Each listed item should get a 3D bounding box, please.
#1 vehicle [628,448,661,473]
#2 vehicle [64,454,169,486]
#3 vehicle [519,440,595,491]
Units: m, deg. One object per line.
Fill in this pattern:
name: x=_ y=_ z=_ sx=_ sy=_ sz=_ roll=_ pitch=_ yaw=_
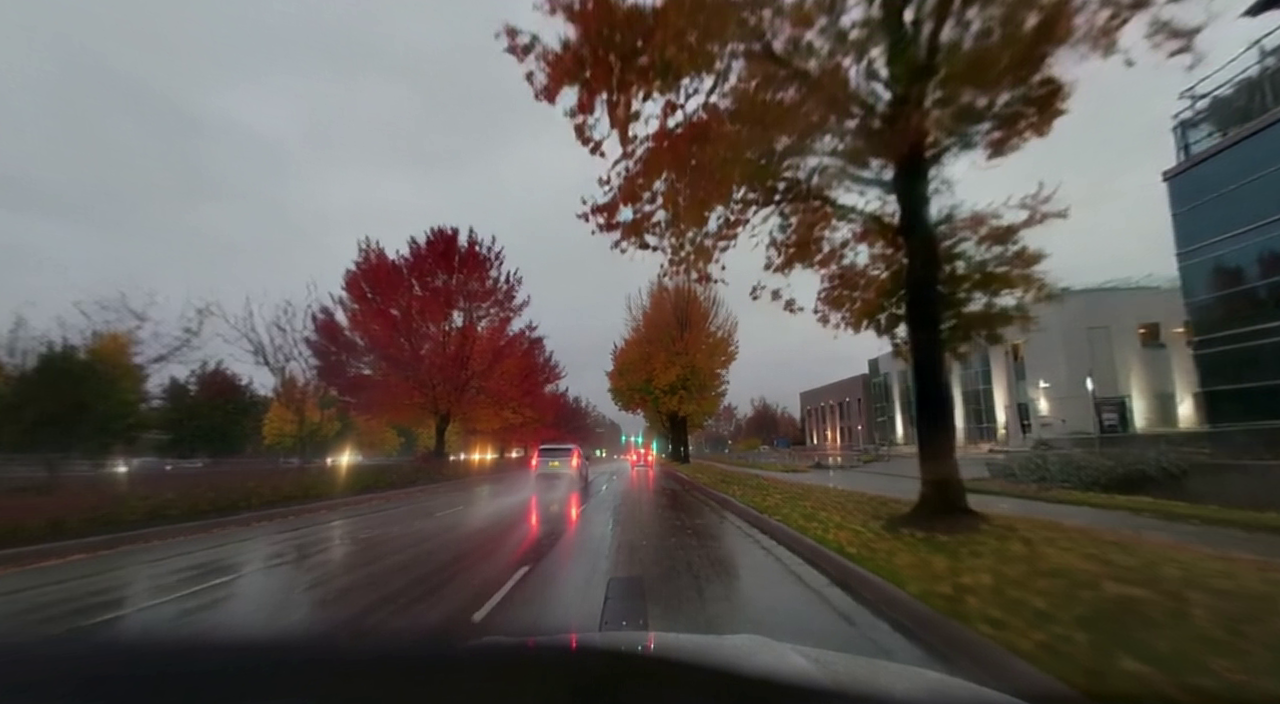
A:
vehicle: x=0.262 y=6.962 z=40.632 sx=2.040 sy=1.493 sz=3.682 roll=0 pitch=-8 yaw=-1
vehicle: x=-34.184 y=7.689 z=41.396 sx=1.864 sy=1.798 sz=5.882 roll=0 pitch=-8 yaw=-1
vehicle: x=-2.993 y=4.193 z=23.613 sx=2.197 sy=1.709 sz=4.069 roll=0 pitch=-8 yaw=1
